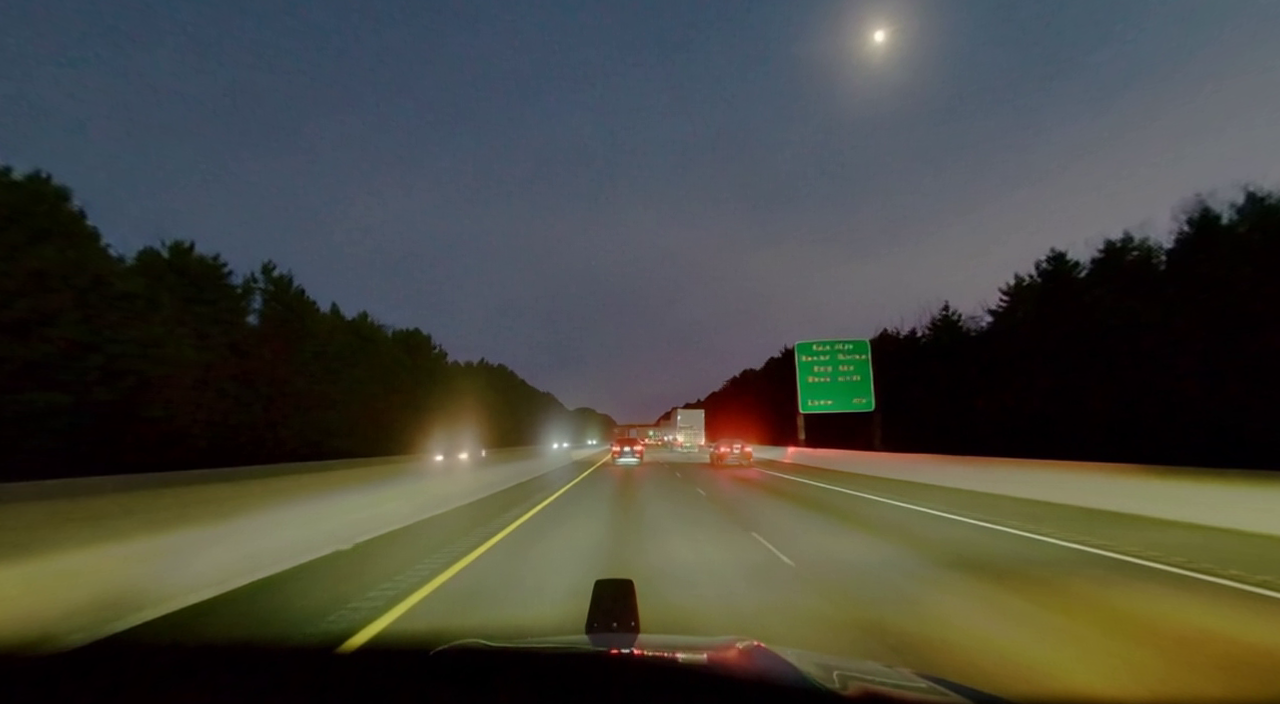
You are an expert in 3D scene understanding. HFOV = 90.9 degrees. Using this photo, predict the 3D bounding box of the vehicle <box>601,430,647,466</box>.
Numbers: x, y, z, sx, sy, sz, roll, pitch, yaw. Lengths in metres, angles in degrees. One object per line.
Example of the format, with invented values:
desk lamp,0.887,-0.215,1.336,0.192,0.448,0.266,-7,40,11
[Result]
vehicle,-0.795,4.827,32.031,2.206,1.681,4.111,0,-8,-1

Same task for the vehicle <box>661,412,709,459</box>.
vehicle,3.098,6.001,45.266,2.728,3.053,7.708,0,-8,-1

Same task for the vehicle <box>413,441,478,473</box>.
vehicle,-9.636,5.208,31.620,1.874,1.441,4.450,0,-8,0

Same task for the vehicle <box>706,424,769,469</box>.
vehicle,4.354,4.294,28.911,2.073,1.905,4.023,0,-8,-3
